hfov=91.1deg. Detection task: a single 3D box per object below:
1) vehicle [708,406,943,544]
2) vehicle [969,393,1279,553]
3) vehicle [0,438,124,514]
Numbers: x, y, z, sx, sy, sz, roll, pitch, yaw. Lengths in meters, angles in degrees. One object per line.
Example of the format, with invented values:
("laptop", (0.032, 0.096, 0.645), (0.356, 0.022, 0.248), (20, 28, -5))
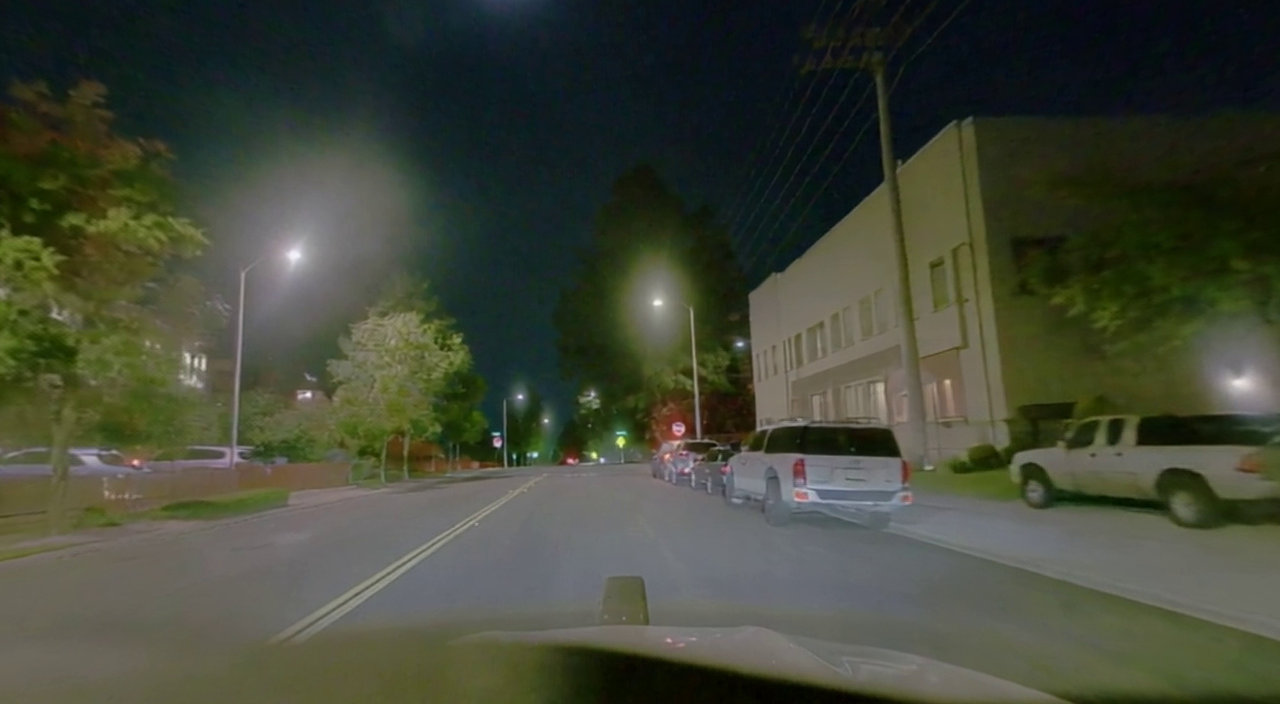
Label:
("vehicle", (3.047, 2.226, 12.171), (2.292, 1.974, 5.853), (1, -8, -5))
("vehicle", (8.437, 1.738, 10.319), (2.282, 1.893, 6.027), (-1, -7, -6))
("vehicle", (-18.082, 3.291, 16.933), (5.985, 1.901, 2.234), (1, -8, -7))
